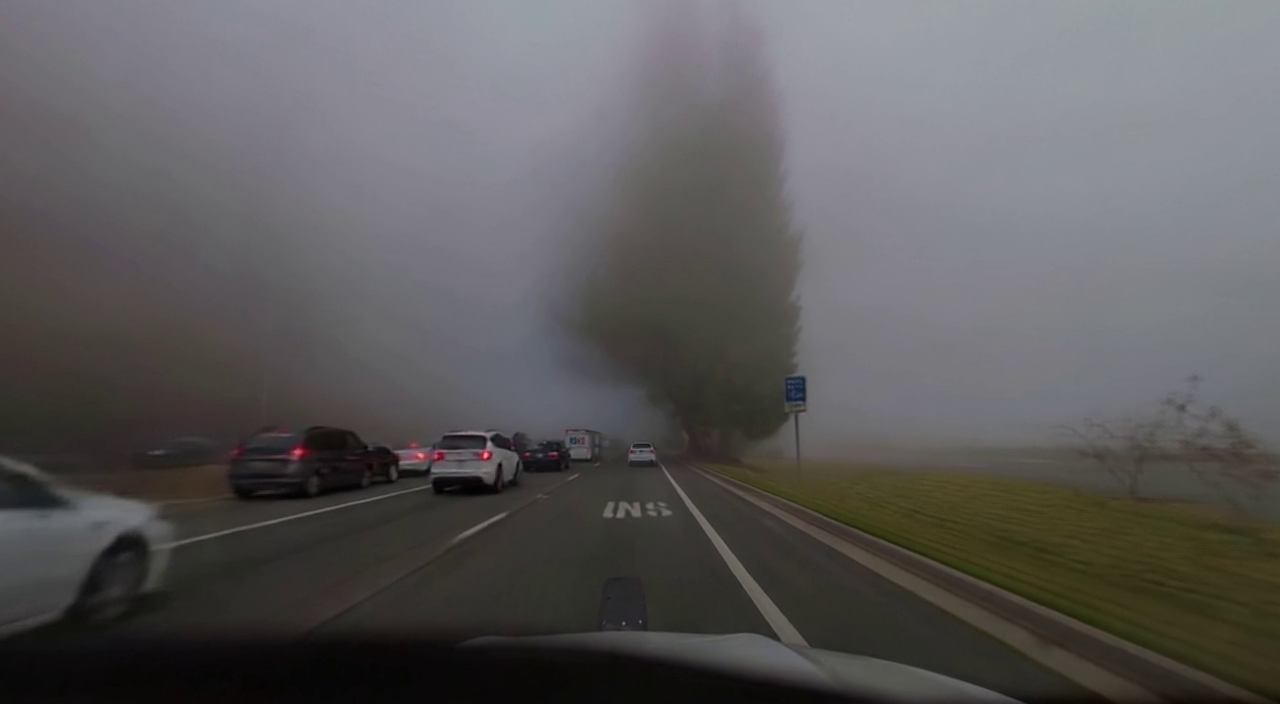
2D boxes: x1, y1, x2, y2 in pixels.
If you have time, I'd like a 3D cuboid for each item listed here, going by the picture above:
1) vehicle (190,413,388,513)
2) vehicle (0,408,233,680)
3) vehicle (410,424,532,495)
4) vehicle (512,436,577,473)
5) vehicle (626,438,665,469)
[{"bbox_3d":[-7.995,2.519,14.978,2.062,1.820,4.577,-5,-7,1],"label":"vehicle"},{"bbox_3d":[-4.561,1.048,3.381,2.068,1.480,4.039,0,-8,0],"label":"vehicle"},{"bbox_3d":[-4.505,2.947,17.635,2.042,1.713,4.493,-1,-8,2],"label":"vehicle"},{"bbox_3d":[-4.118,4.517,27.928,2.121,1.485,4.363,0,-8,1],"label":"vehicle"},{"bbox_3d":[0.269,5.165,32.219,1.875,1.453,3.888,0,-8,0],"label":"vehicle"}]
